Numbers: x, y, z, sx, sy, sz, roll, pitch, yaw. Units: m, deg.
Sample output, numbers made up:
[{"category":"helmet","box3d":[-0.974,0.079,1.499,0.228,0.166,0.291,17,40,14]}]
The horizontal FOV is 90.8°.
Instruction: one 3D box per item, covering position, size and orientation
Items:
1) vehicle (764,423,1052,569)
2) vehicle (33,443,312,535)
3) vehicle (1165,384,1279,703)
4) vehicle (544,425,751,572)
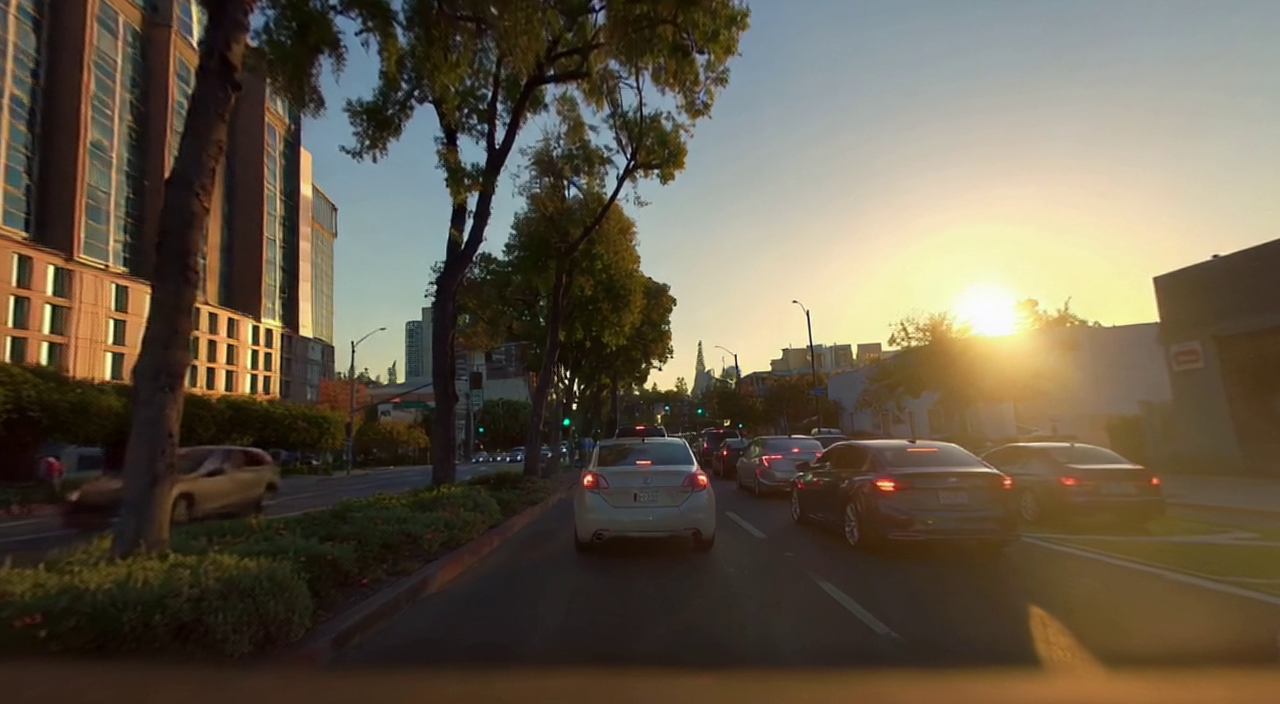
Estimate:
[{"category":"vehicle","box3d":[3.228,1.824,8.859,1.995,1.483,4.533,0,-8,-1]},{"category":"vehicle","box3d":[-9.184,2.682,13.175,2.000,1.519,4.964,0,-8,0]},{"category":"vehicle","box3d":[3.210,0.577,0.256,1.982,1.491,4.664,0,-8,0]},{"category":"vehicle","box3d":[0.034,1.799,8.570,2.105,1.474,4.127,0,-8,-1]}]
